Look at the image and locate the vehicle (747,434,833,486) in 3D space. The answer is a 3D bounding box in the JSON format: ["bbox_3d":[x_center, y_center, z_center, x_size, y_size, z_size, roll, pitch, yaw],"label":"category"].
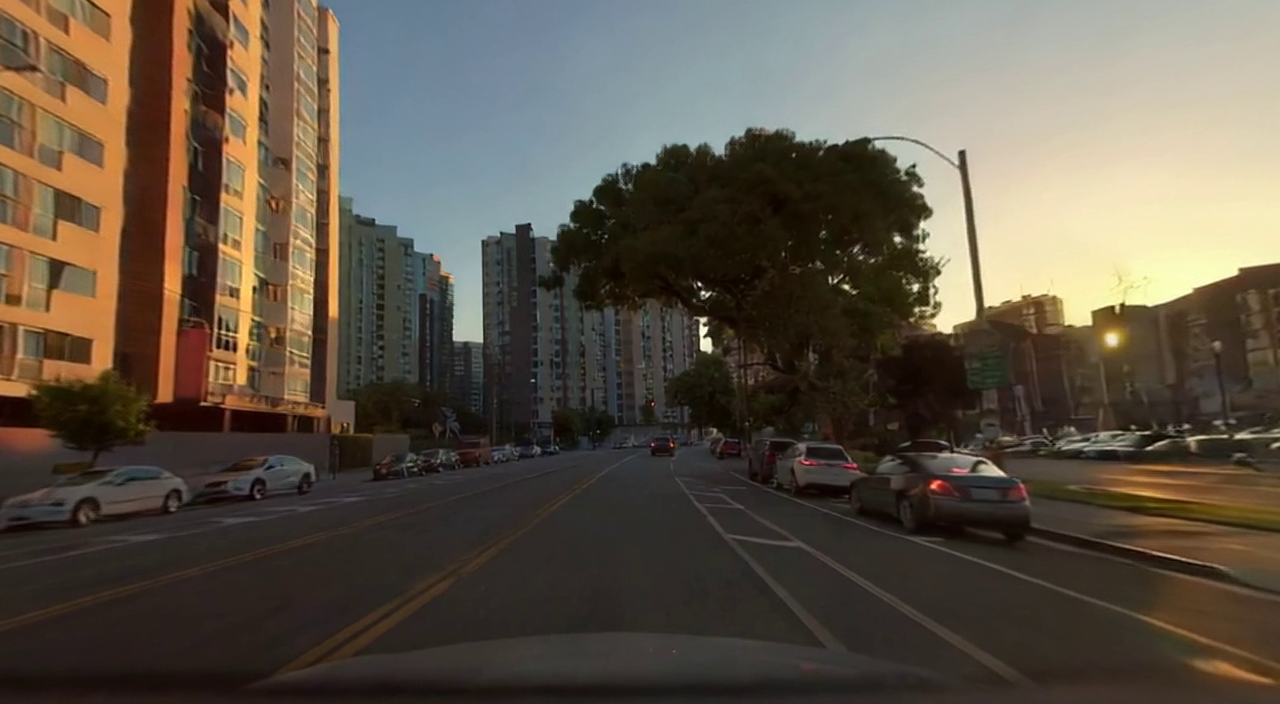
[{"bbox_3d":[5.677,4.167,24.774,2.102,1.781,5.470,0,-8,1],"label":"vehicle"}]

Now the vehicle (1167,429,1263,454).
[{"bbox_3d":[36.708,5.754,40.490,1.780,1.479,4.556,0,-8,-1],"label":"vehicle"}]

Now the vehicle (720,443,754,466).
[{"bbox_3d":[6.773,7.192,44.602,1.947,1.487,4.549,0,-8,3],"label":"vehicle"}]

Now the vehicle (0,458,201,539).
[{"bbox_3d":[-12.680,3.193,14.458,1.779,1.433,4.633,0,-8,2],"label":"vehicle"}]

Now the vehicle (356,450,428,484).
[{"bbox_3d":[-12.218,5.656,31.384,1.926,1.499,3.869,0,-8,1],"label":"vehicle"}]

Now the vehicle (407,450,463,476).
[{"bbox_3d":[-12.245,6.638,38.032,1.723,1.418,4.359,0,-8,2],"label":"vehicle"}]

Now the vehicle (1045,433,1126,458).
[{"bbox_3d":[28.499,6.009,40.597,1.790,1.460,4.515,0,-8,-2],"label":"vehicle"}]

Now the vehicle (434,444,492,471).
[{"bbox_3d":[-12.351,7.373,44.560,2.290,1.799,5.801,0,-8,2],"label":"vehicle"}]

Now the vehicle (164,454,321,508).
[{"bbox_3d":[-12.579,4.083,20.440,1.889,1.461,4.608,0,-8,3],"label":"vehicle"}]

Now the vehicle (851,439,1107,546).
[{"bbox_3d":[5.459,2.282,10.998,2.085,1.466,4.276,0,-8,0],"label":"vehicle"}]
